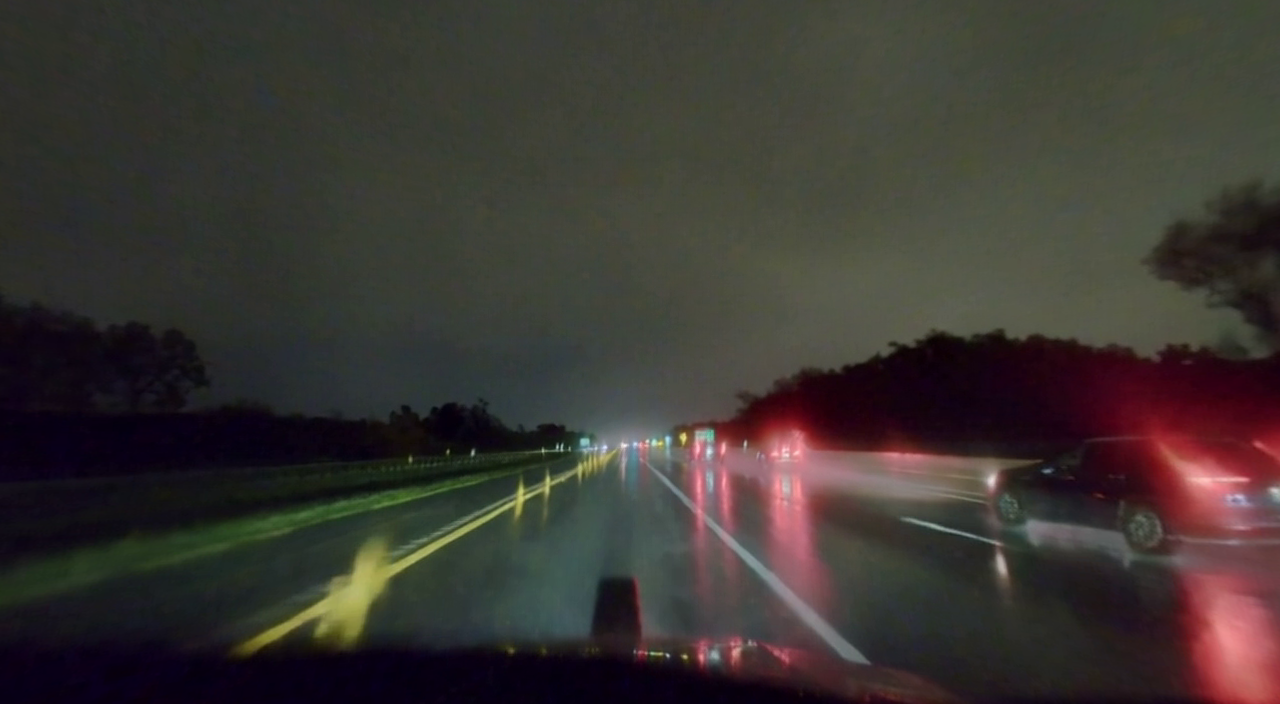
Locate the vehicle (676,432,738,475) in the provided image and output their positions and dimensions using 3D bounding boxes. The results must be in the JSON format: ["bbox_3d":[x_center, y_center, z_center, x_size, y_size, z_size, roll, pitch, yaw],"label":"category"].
[{"bbox_3d":[2.951,4.610,28.963,2.141,1.785,4.778,0,-8,-2],"label":"vehicle"}]

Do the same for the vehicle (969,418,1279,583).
[{"bbox_3d":[6.763,1.739,8.399,2.046,1.509,4.929,0,-8,-1],"label":"vehicle"}]
